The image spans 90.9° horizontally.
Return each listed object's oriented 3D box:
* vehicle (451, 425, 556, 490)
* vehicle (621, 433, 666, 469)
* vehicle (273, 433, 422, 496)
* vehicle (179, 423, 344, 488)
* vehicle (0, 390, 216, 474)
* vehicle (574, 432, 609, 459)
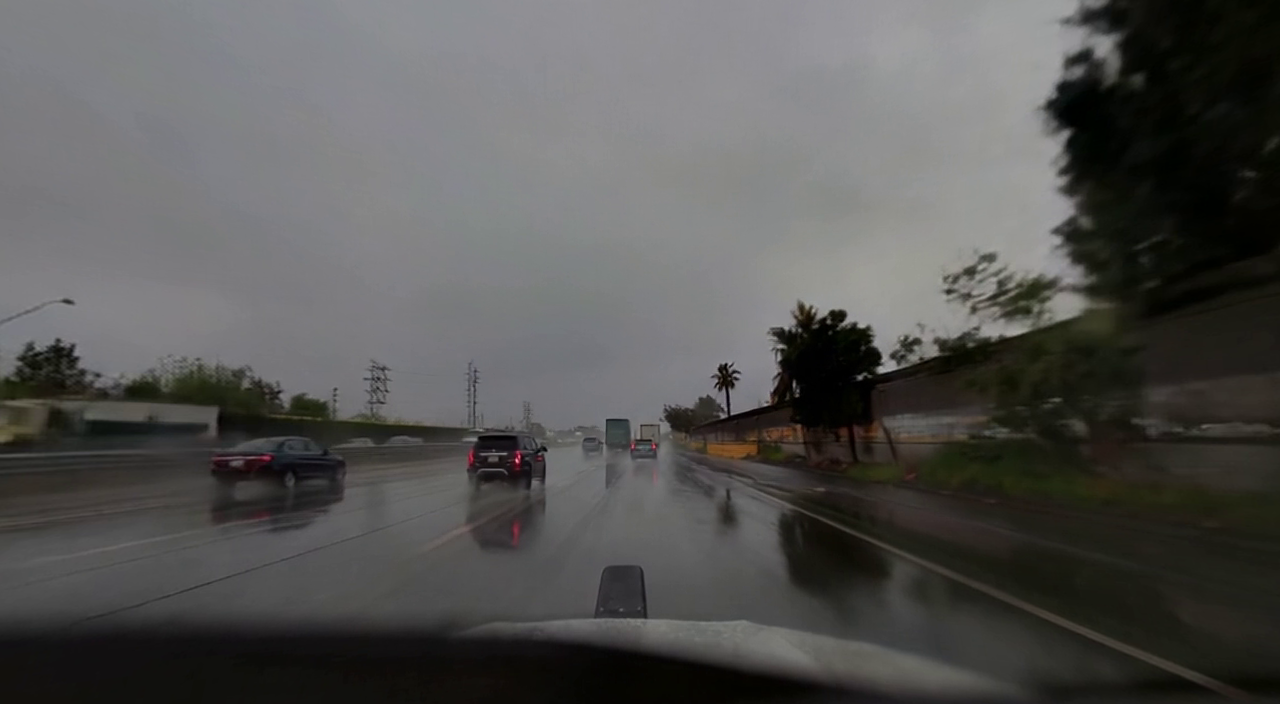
[{"bbox_3d":[-4.017,3.186,19.444,2.108,1.740,4.549,0,-8,1],"label":"vehicle"},{"bbox_3d":[0.207,5.031,32.228,2.136,1.678,4.052,0,-8,1],"label":"vehicle"},{"bbox_3d":[-7.800,3.020,17.394,1.949,1.476,4.410,0,-8,1],"label":"vehicle"},{"bbox_3d":[-11.847,3.272,20.319,2.077,1.829,5.101,0,-8,1],"label":"vehicle"},{"bbox_3d":[-26.786,4.014,31.217,3.047,3.360,11.583,-1,-8,3],"label":"vehicle"},{"bbox_3d":[-3.636,7.149,48.453,2.203,1.958,4.848,0,-8,1],"label":"vehicle"}]
